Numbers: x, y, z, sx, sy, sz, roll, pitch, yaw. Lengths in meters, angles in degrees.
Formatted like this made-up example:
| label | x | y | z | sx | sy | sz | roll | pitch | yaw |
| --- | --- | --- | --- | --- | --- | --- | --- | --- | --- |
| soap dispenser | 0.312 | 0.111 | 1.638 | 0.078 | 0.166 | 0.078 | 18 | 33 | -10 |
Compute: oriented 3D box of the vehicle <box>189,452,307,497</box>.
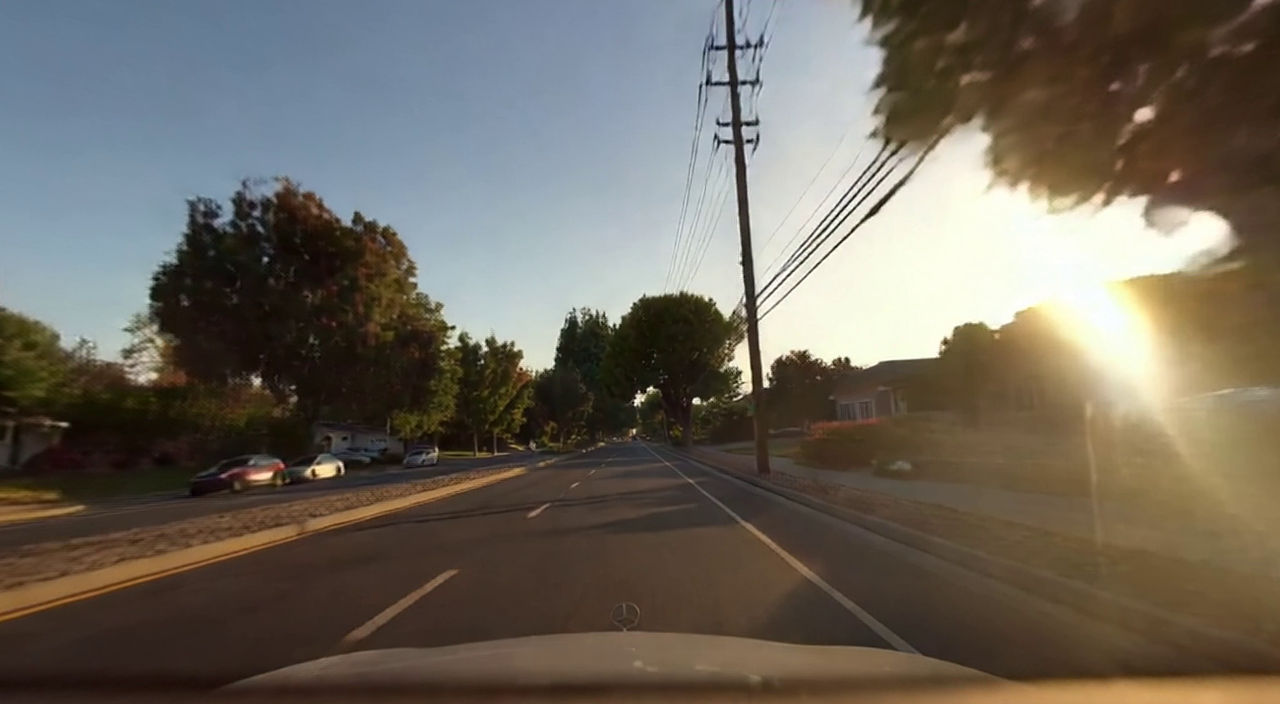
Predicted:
| label | x | y | z | sx | sy | sz | roll | pitch | yaw |
| --- | --- | --- | --- | --- | --- | --- | --- | --- | --- |
| vehicle | -15.911 | 4.953 | 25.992 | 2.031 | 1.482 | 4.476 | -4 | -8 | 0 |
